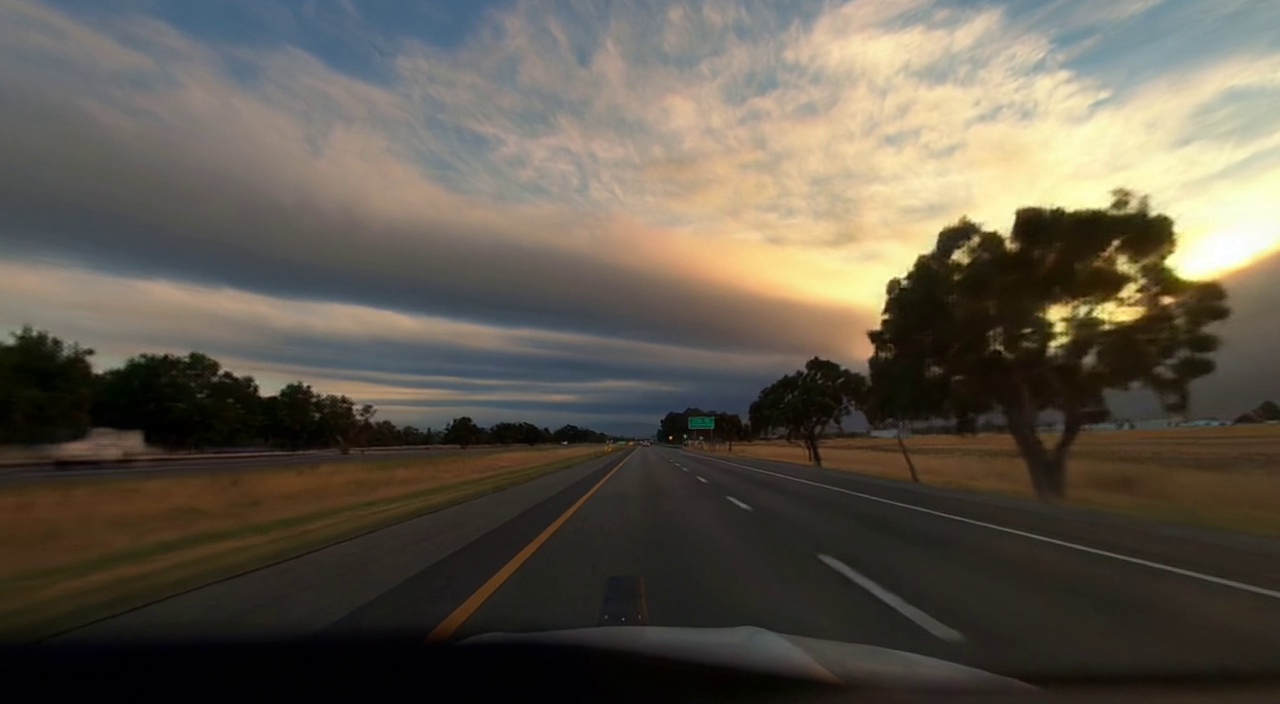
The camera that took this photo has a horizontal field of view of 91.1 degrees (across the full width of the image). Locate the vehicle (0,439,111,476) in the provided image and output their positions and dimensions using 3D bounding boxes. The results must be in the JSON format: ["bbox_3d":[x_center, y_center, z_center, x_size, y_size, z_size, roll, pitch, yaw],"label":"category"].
[{"bbox_3d":[-32.183,5.736,34.423,2.055,1.878,4.749,0,-8,1],"label":"vehicle"}]
